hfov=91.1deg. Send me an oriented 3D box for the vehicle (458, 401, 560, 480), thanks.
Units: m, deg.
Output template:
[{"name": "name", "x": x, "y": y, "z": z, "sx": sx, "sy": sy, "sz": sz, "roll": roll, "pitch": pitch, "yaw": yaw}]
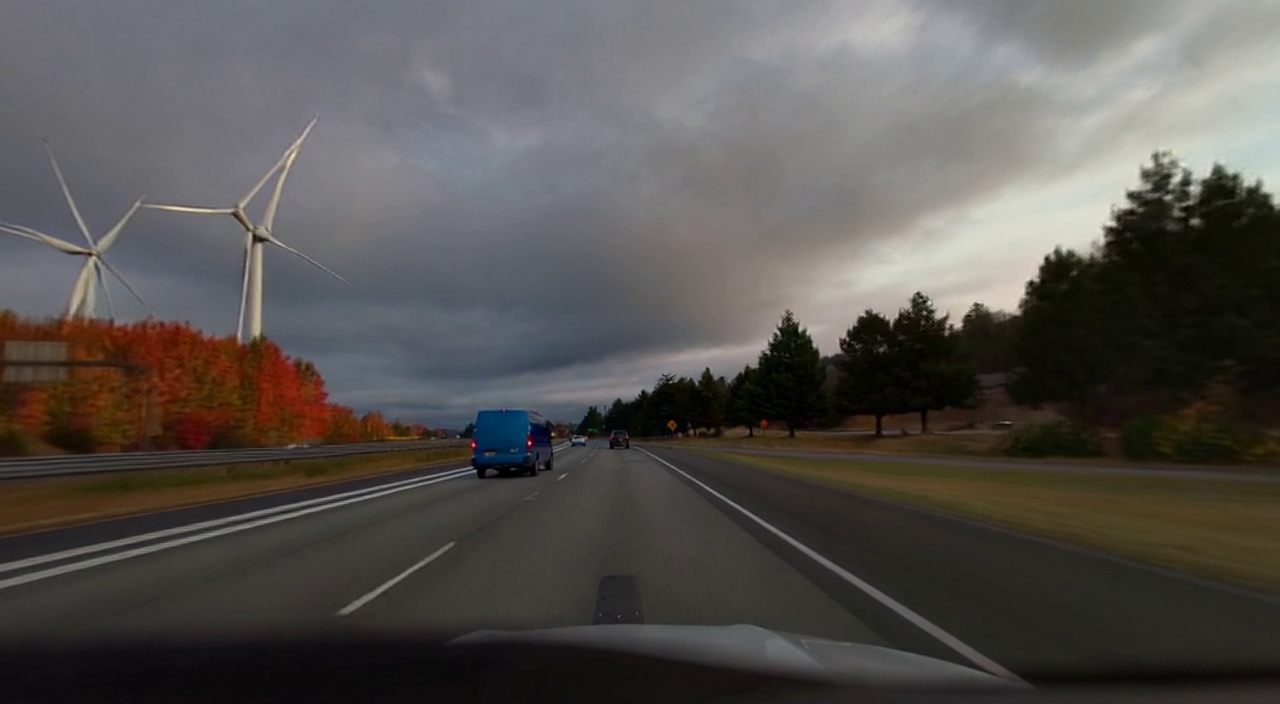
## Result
[{"name": "vehicle", "x": -4.186, "y": 2.938, "z": 21.091, "sx": 2.303, "sy": 2.323, "sz": 5.089, "roll": 0, "pitch": -8, "yaw": 0}]
